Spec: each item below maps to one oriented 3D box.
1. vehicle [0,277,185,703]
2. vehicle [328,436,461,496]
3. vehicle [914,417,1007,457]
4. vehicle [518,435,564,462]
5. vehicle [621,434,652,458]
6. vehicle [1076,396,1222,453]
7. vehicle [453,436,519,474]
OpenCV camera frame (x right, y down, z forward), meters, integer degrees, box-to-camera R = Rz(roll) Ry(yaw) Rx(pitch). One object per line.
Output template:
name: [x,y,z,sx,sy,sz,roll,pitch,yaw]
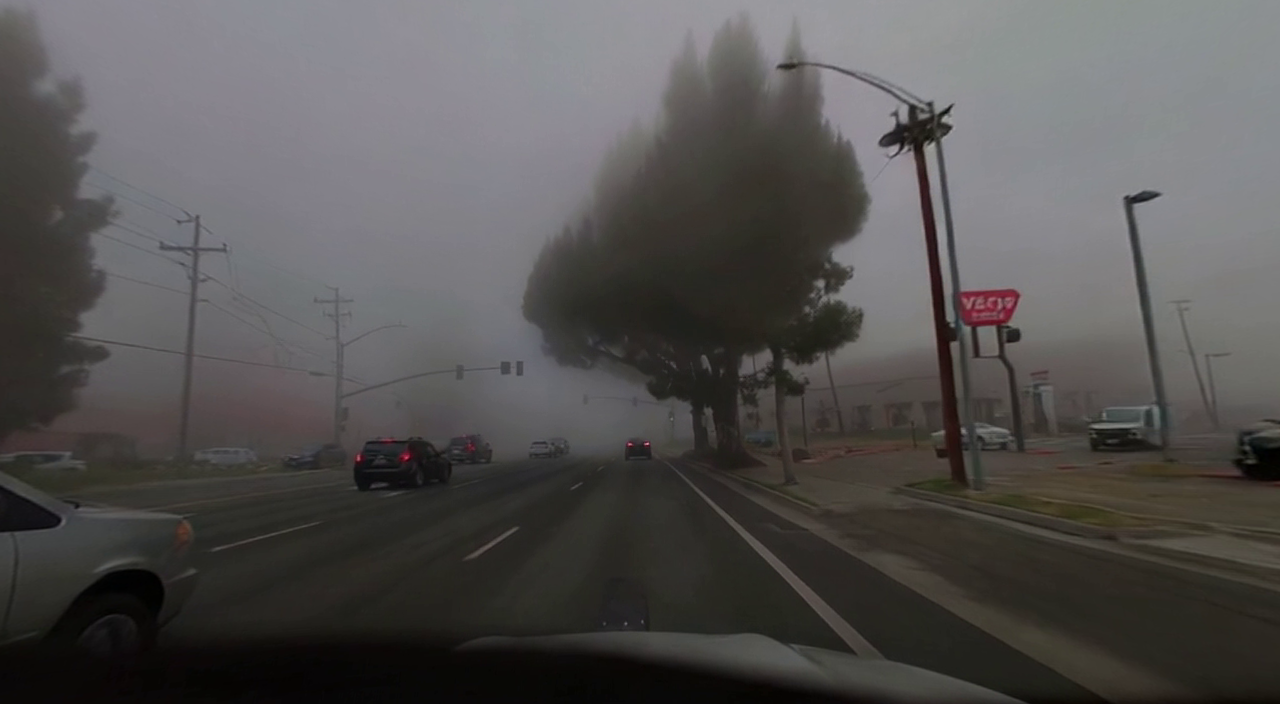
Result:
vehicle: [-3.261,0.445,0.506,2.190,1.844,4.751,0,-8,0]
vehicle: [-6.730,3.142,17.874,1.960,1.468,4.345,0,-8,1]
vehicle: [15.924,4.290,31.642,2.116,1.849,4.806,0,-8,0]
vehicle: [-6.326,6.257,40.852,2.130,1.636,4.427,0,-8,2]
vehicle: [-0.245,7.043,47.449,2.211,1.717,4.379,0,-8,1]
vehicle: [23.640,3.486,29.708,2.314,2.302,5.730,-4,-8,5]
vehicle: [-6.733,4.527,27.995,1.804,1.513,4.191,0,-8,1]
